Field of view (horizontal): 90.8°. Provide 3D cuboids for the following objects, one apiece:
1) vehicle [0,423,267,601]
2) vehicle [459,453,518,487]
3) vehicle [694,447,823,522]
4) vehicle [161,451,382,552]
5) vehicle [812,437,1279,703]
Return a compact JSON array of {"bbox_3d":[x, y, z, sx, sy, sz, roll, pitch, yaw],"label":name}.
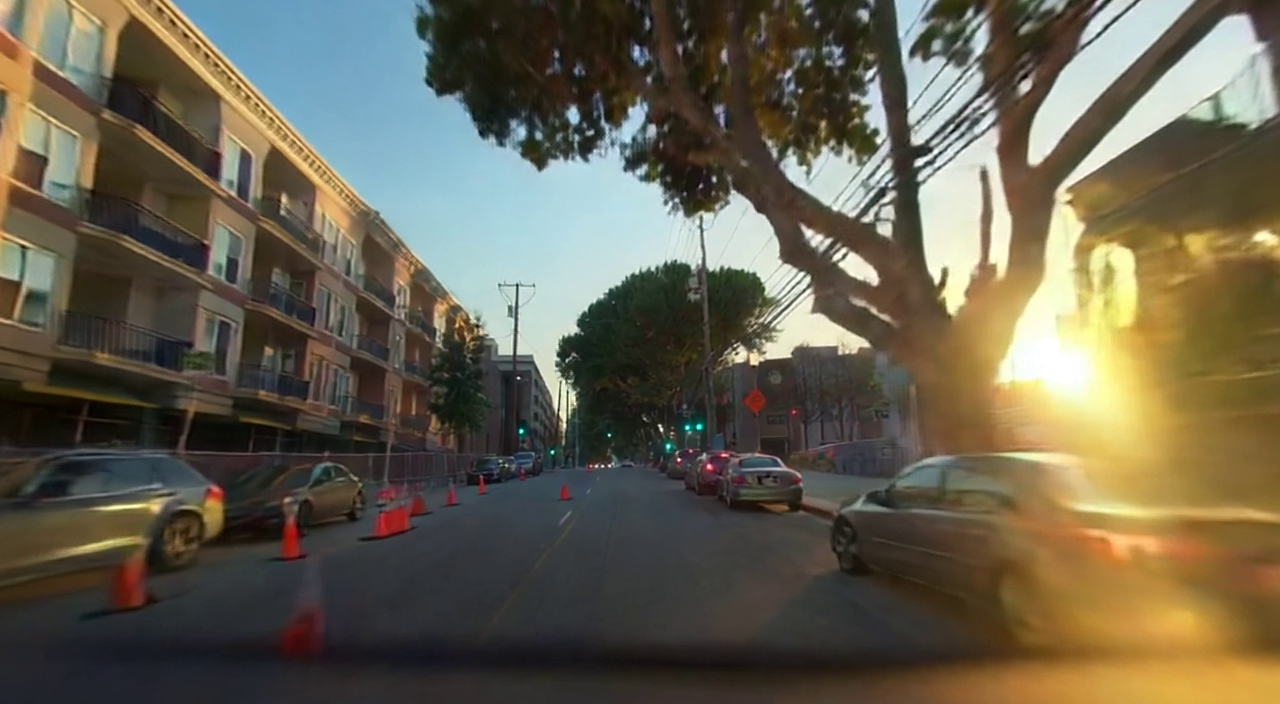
[{"bbox_3d":[-7.806,1.774,7.361,5.507,1.819,2.077,2,-9,-16],"label":"vehicle"},{"bbox_3d":[-7.229,5.640,30.562,1.968,1.450,4.271,0,-8,-3],"label":"vehicle"},{"bbox_3d":[2.613,3.057,15.267,2.010,1.499,4.754,0,-8,-2],"label":"vehicle"},{"bbox_3d":[-6.726,2.714,12.225,1.900,1.520,4.320,0,-8,-4],"label":"vehicle"},{"bbox_3d":[3.132,1.377,4.589,2.077,1.445,4.897,0,-8,-4],"label":"vehicle"}]
